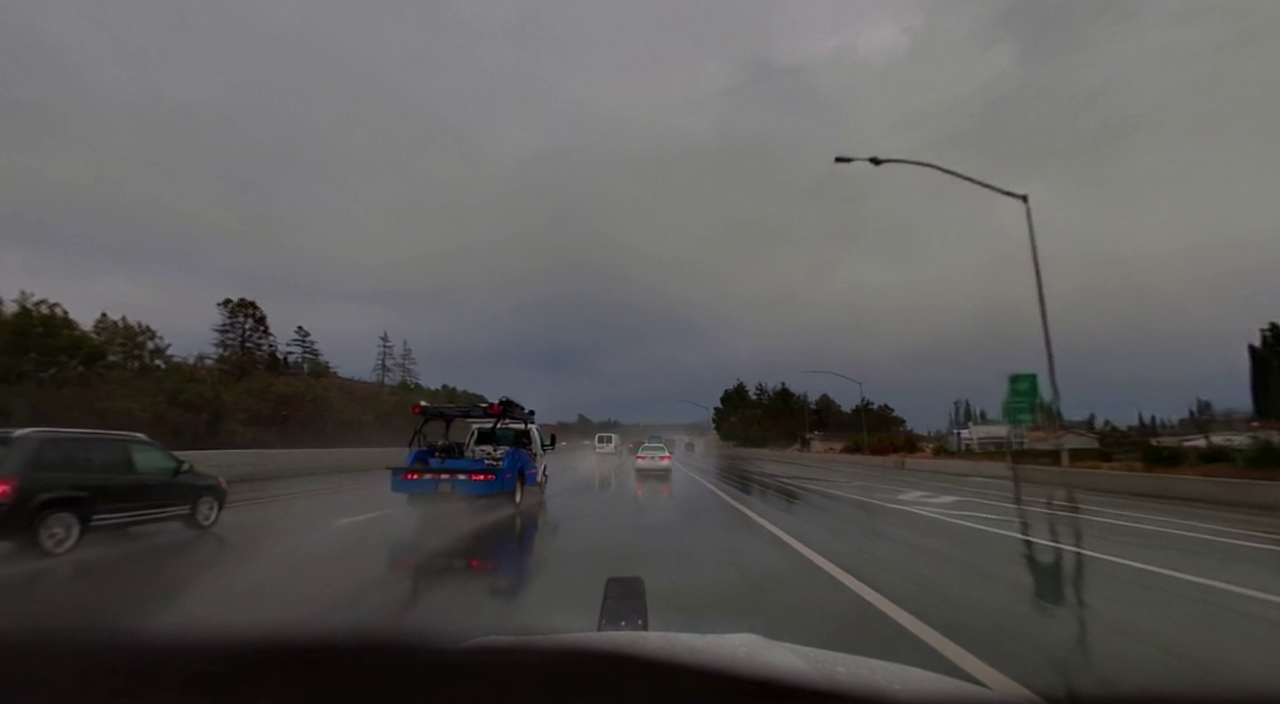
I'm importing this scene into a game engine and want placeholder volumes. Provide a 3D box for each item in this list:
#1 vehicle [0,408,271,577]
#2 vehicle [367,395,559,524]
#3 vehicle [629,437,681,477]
[{"bbox_3d":[-6.911,1.564,7.552,1.926,1.561,4.868,0,-8,1],"label":"vehicle"},{"bbox_3d":[-3.238,2.151,13.031,2.292,2.070,5.532,0,-8,1],"label":"vehicle"},{"bbox_3d":[0.661,4.775,28.812,2.165,1.653,4.456,0,-8,1],"label":"vehicle"}]
